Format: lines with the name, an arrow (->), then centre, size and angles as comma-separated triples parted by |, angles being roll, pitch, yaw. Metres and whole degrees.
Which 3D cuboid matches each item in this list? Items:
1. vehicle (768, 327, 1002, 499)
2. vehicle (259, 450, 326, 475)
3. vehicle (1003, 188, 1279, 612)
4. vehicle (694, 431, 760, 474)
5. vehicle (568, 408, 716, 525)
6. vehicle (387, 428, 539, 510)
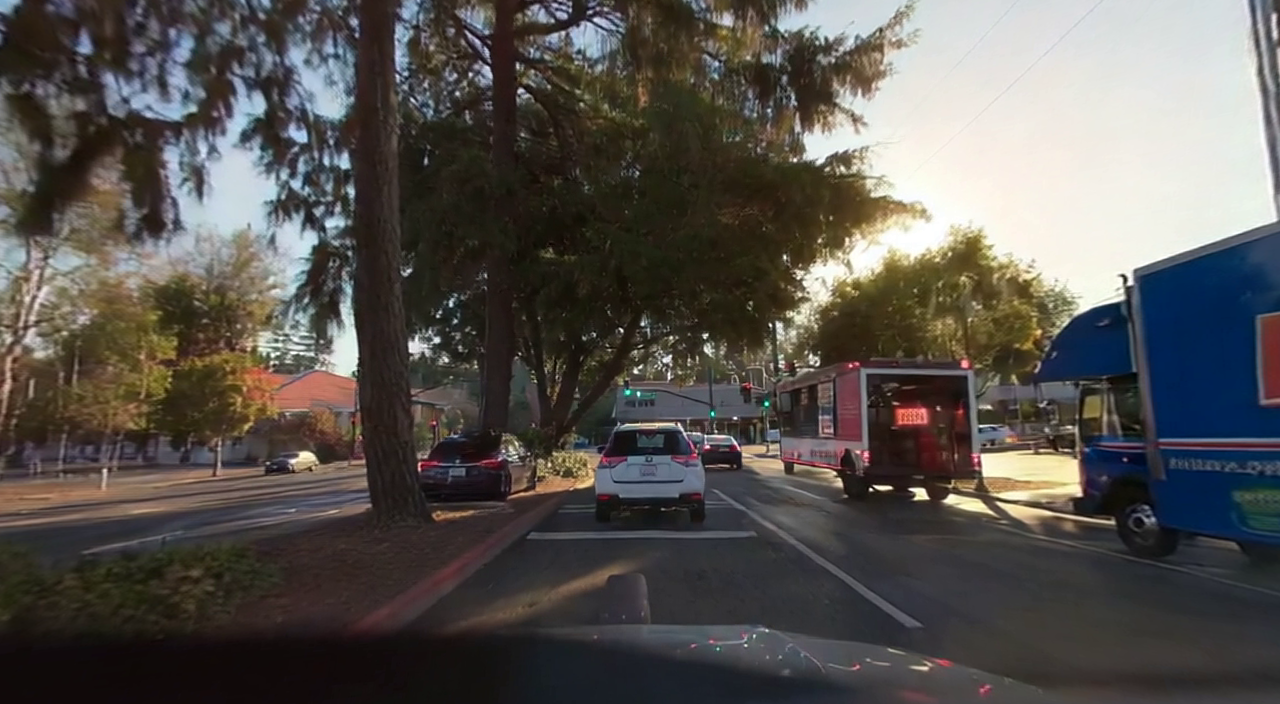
vehicle -> 6.618, 2.113, 19.575 | 2.816, 3.804, 10.315 | -3, -8, -1
vehicle -> -22.789, 7.225, 41.575 | 1.824, 1.470, 4.486 | -1, -8, 1
vehicle -> 6.577, 0.344, 4.798 | 2.891, 3.361, 7.843 | 0, -8, 0
vehicle -> 3.340, 3.968, 25.142 | 2.075, 1.540, 4.411 | -1, -8, 1
vehicle -> 0.050, 2.000, 11.474 | 2.209, 1.718, 4.008 | 0, -8, 1
vehicle -> -3.634, 2.488, 13.908 | 2.008, 1.500, 4.369 | 0, -8, 1
